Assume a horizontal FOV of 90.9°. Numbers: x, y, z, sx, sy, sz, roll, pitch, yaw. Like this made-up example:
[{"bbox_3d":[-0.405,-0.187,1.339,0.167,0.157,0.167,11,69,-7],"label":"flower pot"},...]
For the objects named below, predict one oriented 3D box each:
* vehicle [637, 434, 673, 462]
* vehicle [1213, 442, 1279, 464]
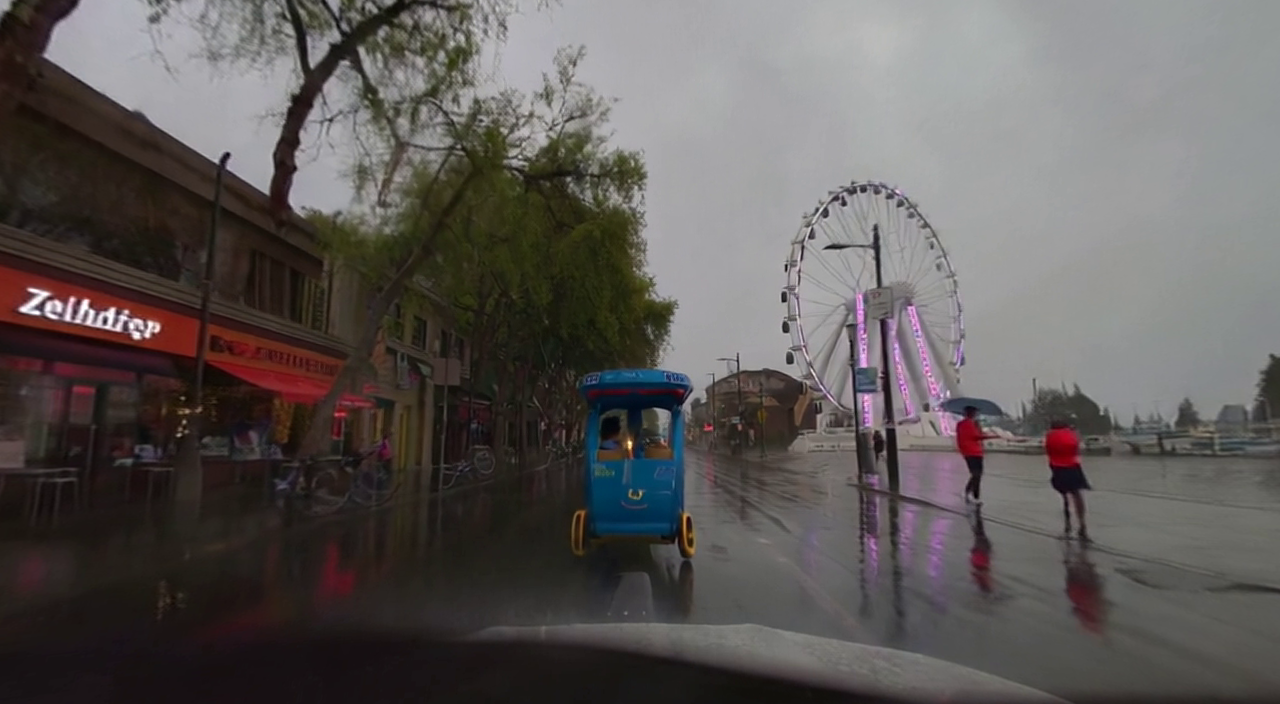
[{"bbox_3d":[1.013,6.411,42.221,2.221,1.773,4.228,-1,-9,2],"label":"vehicle"},{"bbox_3d":[41.760,6.781,42.442,4.120,1.445,1.893,-2,-9,10],"label":"vehicle"}]
